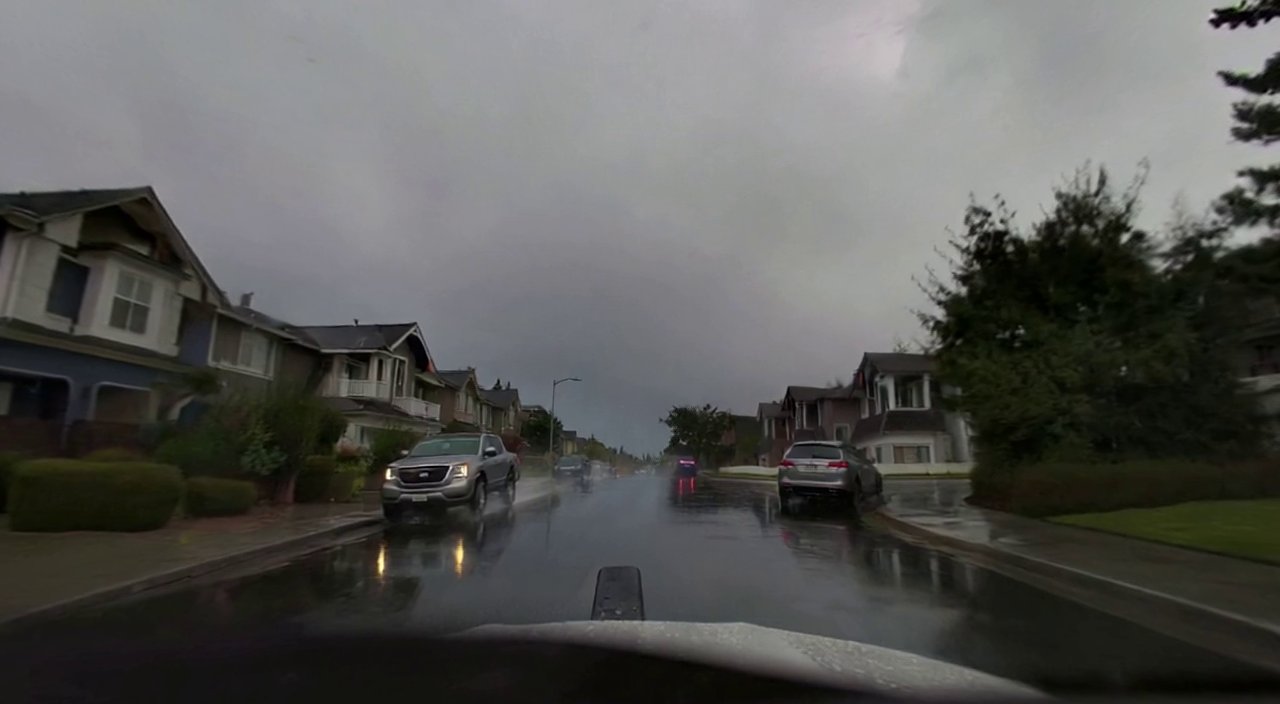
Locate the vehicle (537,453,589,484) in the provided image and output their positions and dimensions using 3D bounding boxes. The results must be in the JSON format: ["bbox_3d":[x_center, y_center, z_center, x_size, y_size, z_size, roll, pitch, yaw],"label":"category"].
[{"bbox_3d":[-4.003,6.141,33.390,2.080,1.471,4.638,1,-10,1],"label":"vehicle"}]

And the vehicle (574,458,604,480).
[{"bbox_3d":[-3.835,8.879,48.074,2.020,1.470,5.300,0,-9,-3],"label":"vehicle"}]

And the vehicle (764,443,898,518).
[{"bbox_3d":[4.875,3.035,15.574,2.139,1.533,4.676,-5,-10,29],"label":"vehicle"}]

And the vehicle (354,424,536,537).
[{"bbox_3d":[-3.983,2.629,14.201,2.131,1.851,5.650,0,-5,2],"label":"vehicle"}]
